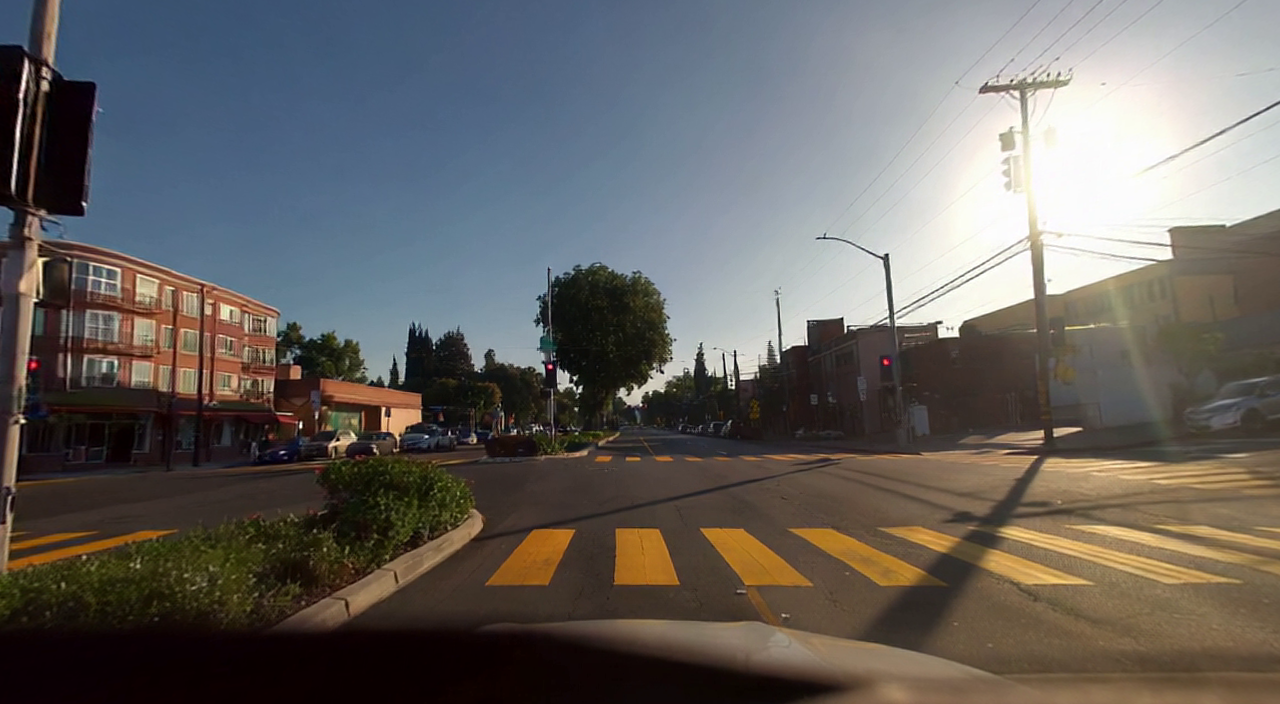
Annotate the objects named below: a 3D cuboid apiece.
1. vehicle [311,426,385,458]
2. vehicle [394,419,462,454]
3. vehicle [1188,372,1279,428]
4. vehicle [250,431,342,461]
[{"bbox_3d":[-18.259,5.677,39.846,2.225,1.871,5.189,0,-8,0],"label":"vehicle"},{"bbox_3d":[-11.793,4.770,35.515,2.118,1.809,4.591,0,-8,1],"label":"vehicle"},{"bbox_3d":[22.363,1.618,22.231,4.531,1.753,1.964,-2,-2,-5],"label":"vehicle"},{"bbox_3d":[-18.058,4.973,33.515,1.939,1.430,5.533,0,-8,-2],"label":"vehicle"}]
